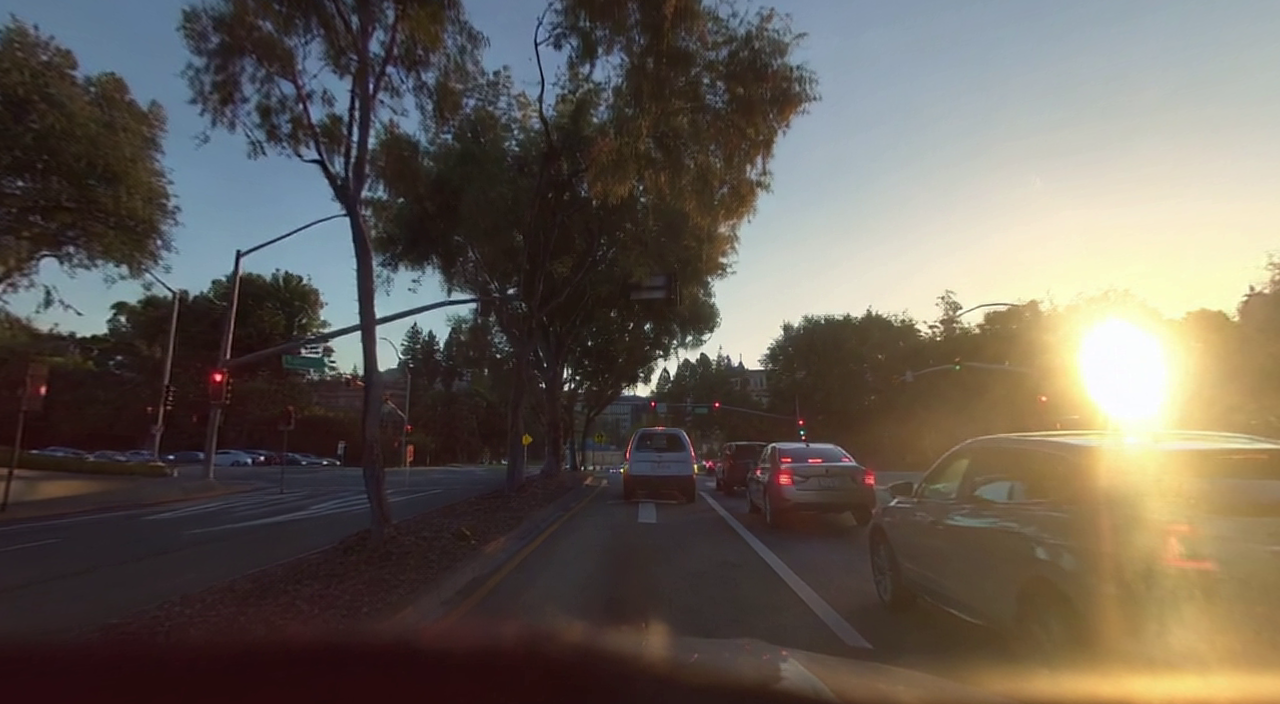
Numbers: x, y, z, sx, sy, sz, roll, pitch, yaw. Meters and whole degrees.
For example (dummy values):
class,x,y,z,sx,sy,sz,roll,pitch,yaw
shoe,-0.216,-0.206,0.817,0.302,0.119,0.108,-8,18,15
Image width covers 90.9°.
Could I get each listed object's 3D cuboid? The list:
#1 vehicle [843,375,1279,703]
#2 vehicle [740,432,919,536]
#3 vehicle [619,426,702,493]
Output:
class,x,y,z,sx,sy,sz,roll,pitch,yaw
vehicle,2.969,1.129,3.919,2.078,1.578,4.107,0,-8,1
vehicle,3.096,2.201,11.363,1.956,1.477,4.285,0,-7,1
vehicle,0.538,3.256,19.483,2.245,1.800,4.522,0,-8,-1
